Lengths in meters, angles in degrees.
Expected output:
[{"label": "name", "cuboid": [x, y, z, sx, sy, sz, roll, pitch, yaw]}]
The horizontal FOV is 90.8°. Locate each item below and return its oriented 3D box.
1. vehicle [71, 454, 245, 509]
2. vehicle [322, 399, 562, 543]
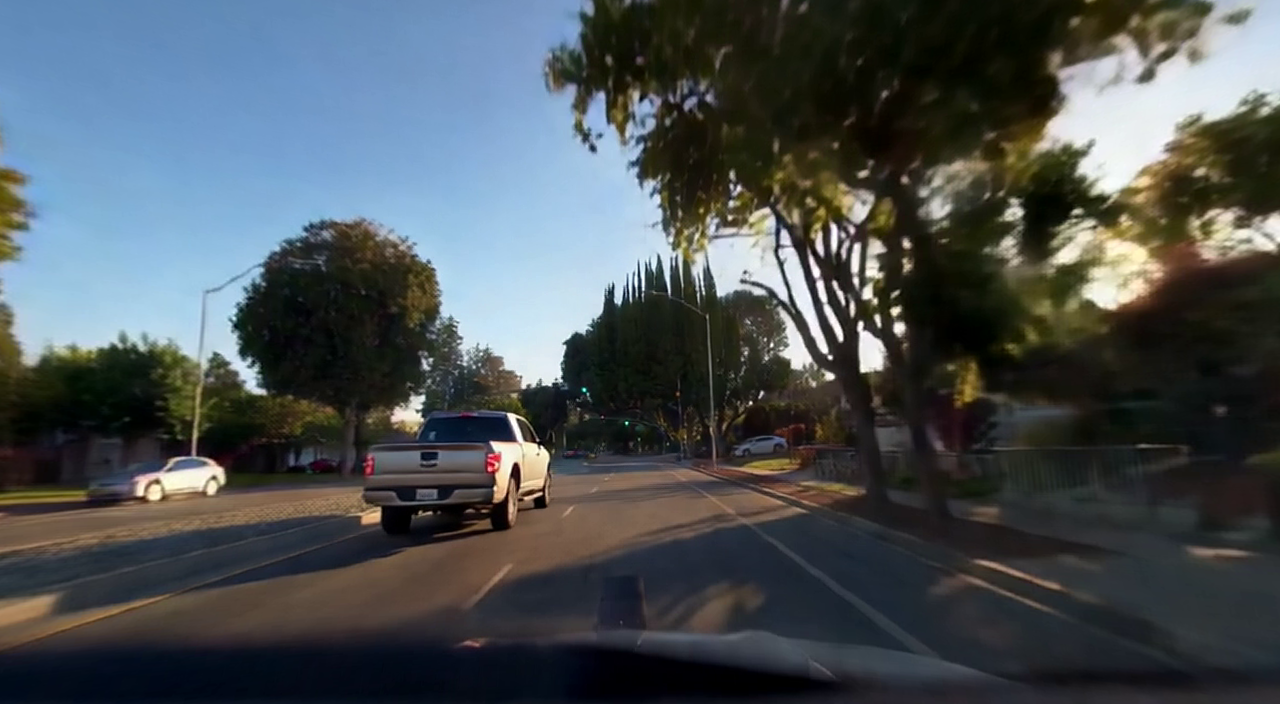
[{"label": "vehicle", "cuboid": [-15.011, 4.022, 20.060, 1.991, 1.466, 4.370, -1, -9, 2]}, {"label": "vehicle", "cuboid": [-3.140, 2.109, 11.856, 2.508, 2.001, 5.880, -1, -9, 1]}]
